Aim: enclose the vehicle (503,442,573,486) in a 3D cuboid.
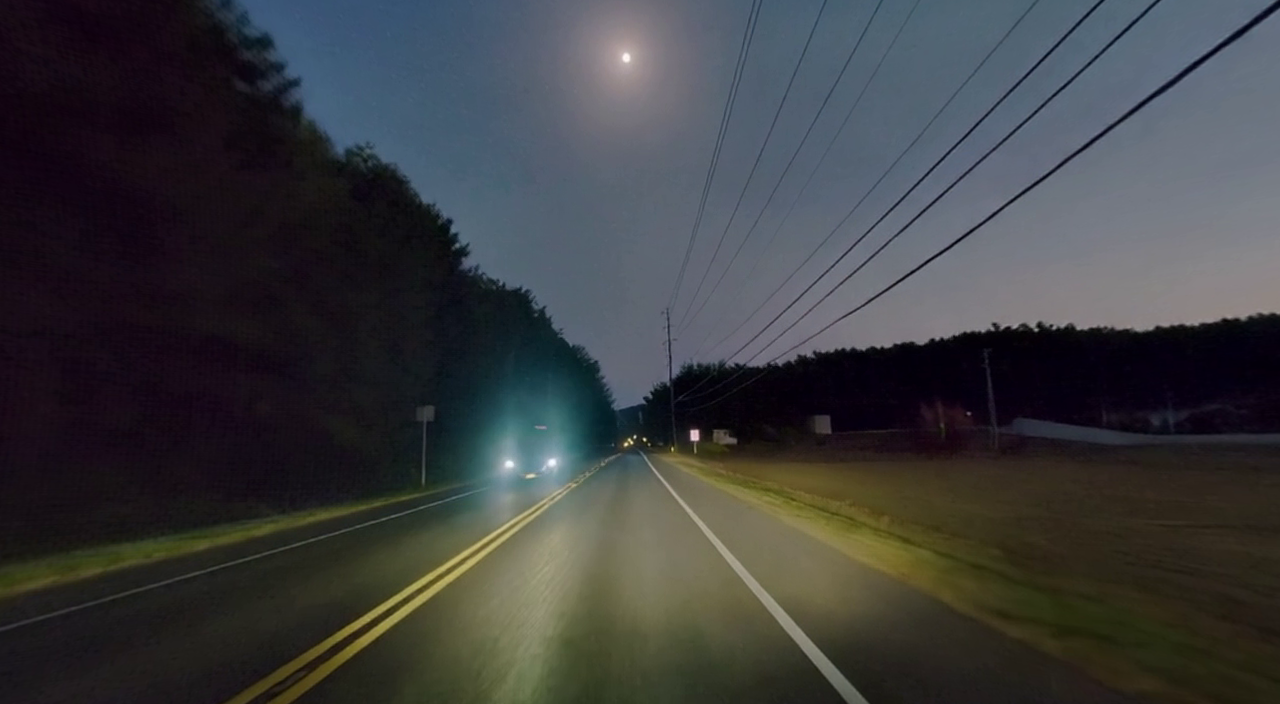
[{"bbox_3d":[-3.925,4.364,24.979,2.030,1.552,4.188,0,-9,0],"label":"vehicle"}]
